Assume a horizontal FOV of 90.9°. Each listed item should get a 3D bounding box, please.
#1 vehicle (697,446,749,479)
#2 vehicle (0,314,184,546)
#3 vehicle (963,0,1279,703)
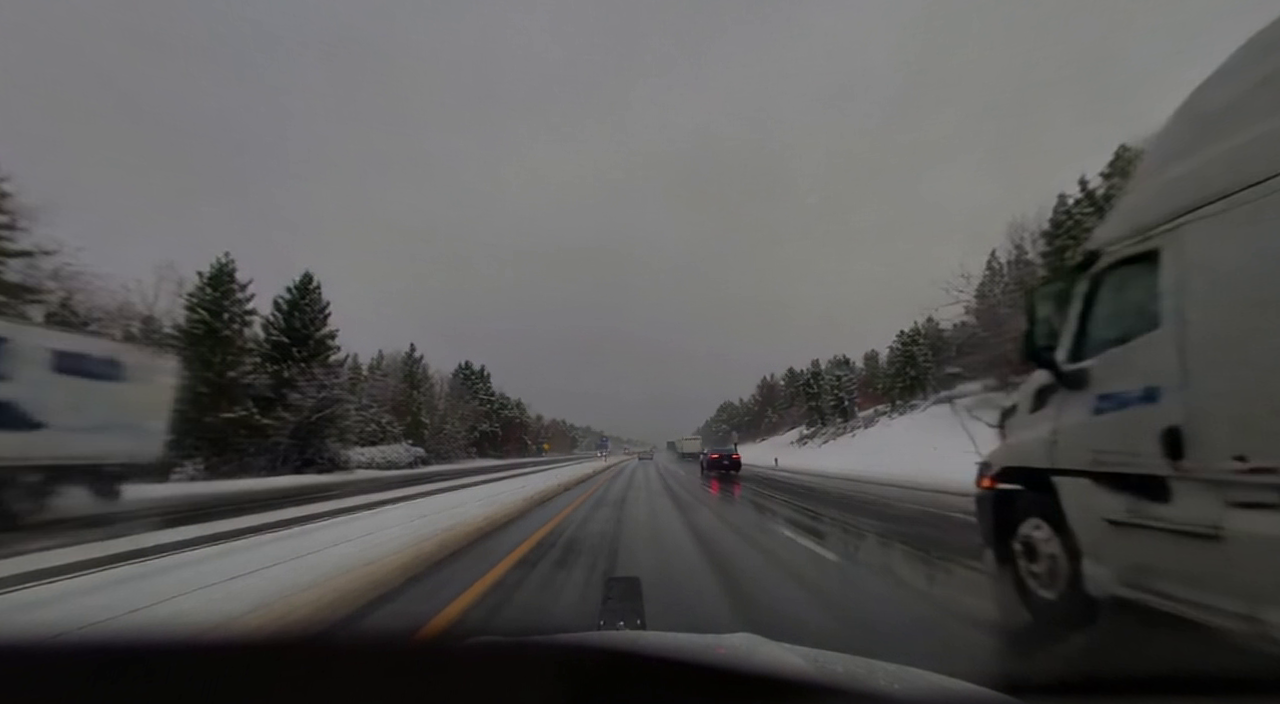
[{"bbox_3d":[4.139,5.557,32.012,2.043,1.542,3.881,0,-9,-1],"label":"vehicle"},{"bbox_3d":[-13.003,1.015,8.833,2.898,4.144,13.929,0,-9,-1],"label":"vehicle"},{"bbox_3d":[4.521,-0.243,2.552,3.017,3.908,5.973,0,-9,-1],"label":"vehicle"}]
